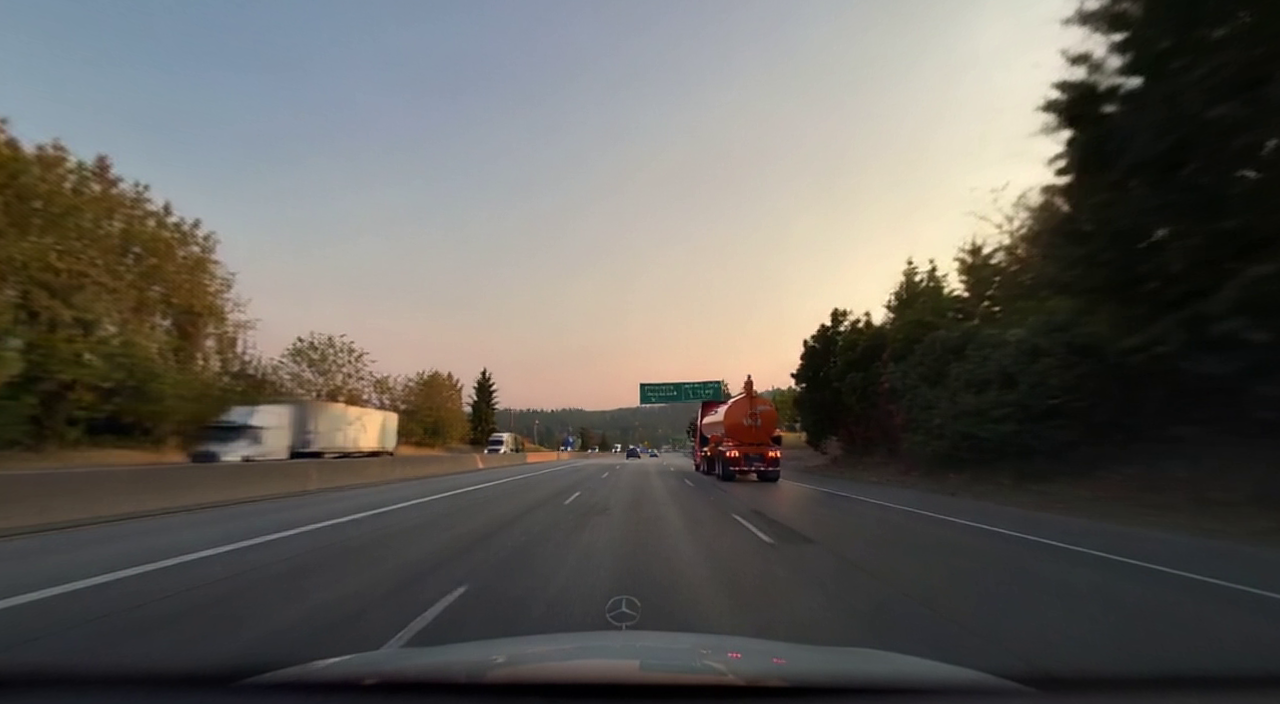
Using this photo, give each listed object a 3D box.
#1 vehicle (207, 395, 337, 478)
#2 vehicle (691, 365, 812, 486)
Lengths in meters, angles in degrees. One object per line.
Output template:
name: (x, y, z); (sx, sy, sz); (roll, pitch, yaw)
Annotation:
vehicle: (-18.397, 4.335, 32.030); (2.996, 3.818, 5.801); (0, -9, -1)
vehicle: (4.378, 3.553, 28.440); (2.784, 4.080, 13.516); (-1, -9, -1)
